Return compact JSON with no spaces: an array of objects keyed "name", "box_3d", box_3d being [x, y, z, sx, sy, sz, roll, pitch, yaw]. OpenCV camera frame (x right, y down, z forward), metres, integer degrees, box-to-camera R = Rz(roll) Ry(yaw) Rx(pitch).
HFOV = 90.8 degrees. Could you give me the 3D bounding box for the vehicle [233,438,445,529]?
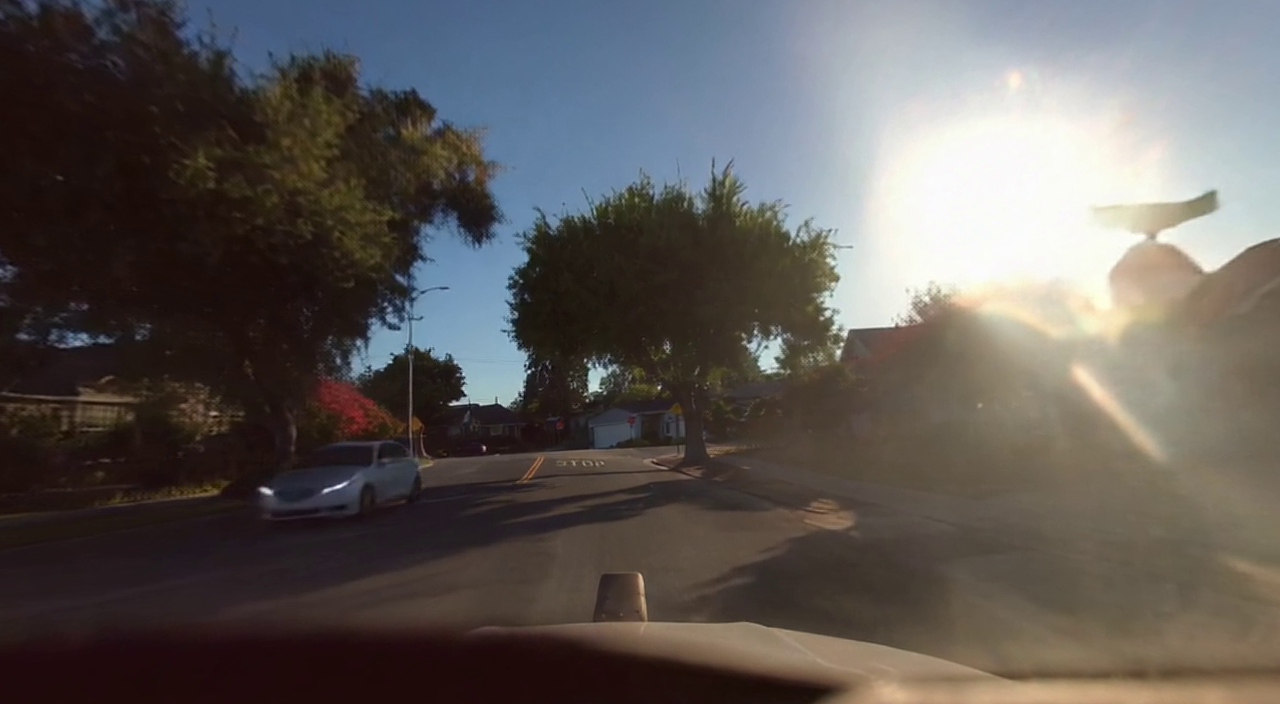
[{"name":"vehicle","box_3d":[-5.850,2.574,13.184,2.146,1.506,4.885,0,-8,-2]}]
